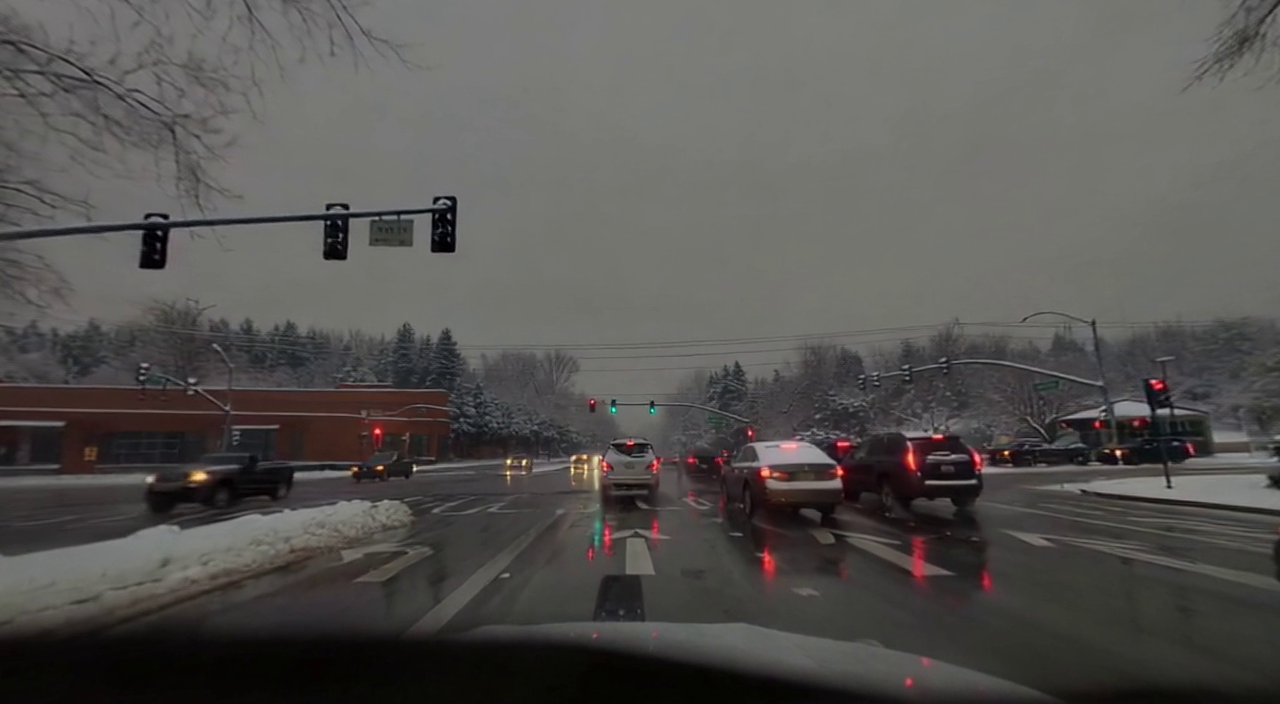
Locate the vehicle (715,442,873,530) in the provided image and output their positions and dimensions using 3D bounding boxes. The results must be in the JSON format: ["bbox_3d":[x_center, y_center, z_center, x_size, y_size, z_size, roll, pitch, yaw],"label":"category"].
[{"bbox_3d":[3.044,2.757,13.728,2.034,1.558,4.774,0,-9,-2],"label":"vehicle"}]

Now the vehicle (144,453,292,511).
[{"bbox_3d":[-14.178,4.348,21.634,1.961,1.693,4.557,0,-9,-1],"label":"vehicle"}]

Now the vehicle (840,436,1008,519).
[{"bbox_3d":[6.657,2.961,15.471,1.987,1.730,4.373,0,-9,-1],"label":"vehicle"}]

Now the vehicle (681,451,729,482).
[{"bbox_3d":[3.361,6.009,33.492,2.004,1.523,4.263,0,-9,-1],"label":"vehicle"}]

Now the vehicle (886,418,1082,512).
[{"bbox_3d":[9.556,3.191,18.302,2.683,2.319,5.058,0,-9,-1],"label":"vehicle"}]

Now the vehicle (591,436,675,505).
[{"bbox_3d":[-0.207,3.502,19.136,2.236,1.827,4.316,0,-9,-1],"label":"vehicle"}]

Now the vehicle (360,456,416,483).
[{"bbox_3d":[-17.376,8.086,43.857,1.962,1.672,4.514,0,-9,0],"label":"vehicle"}]
